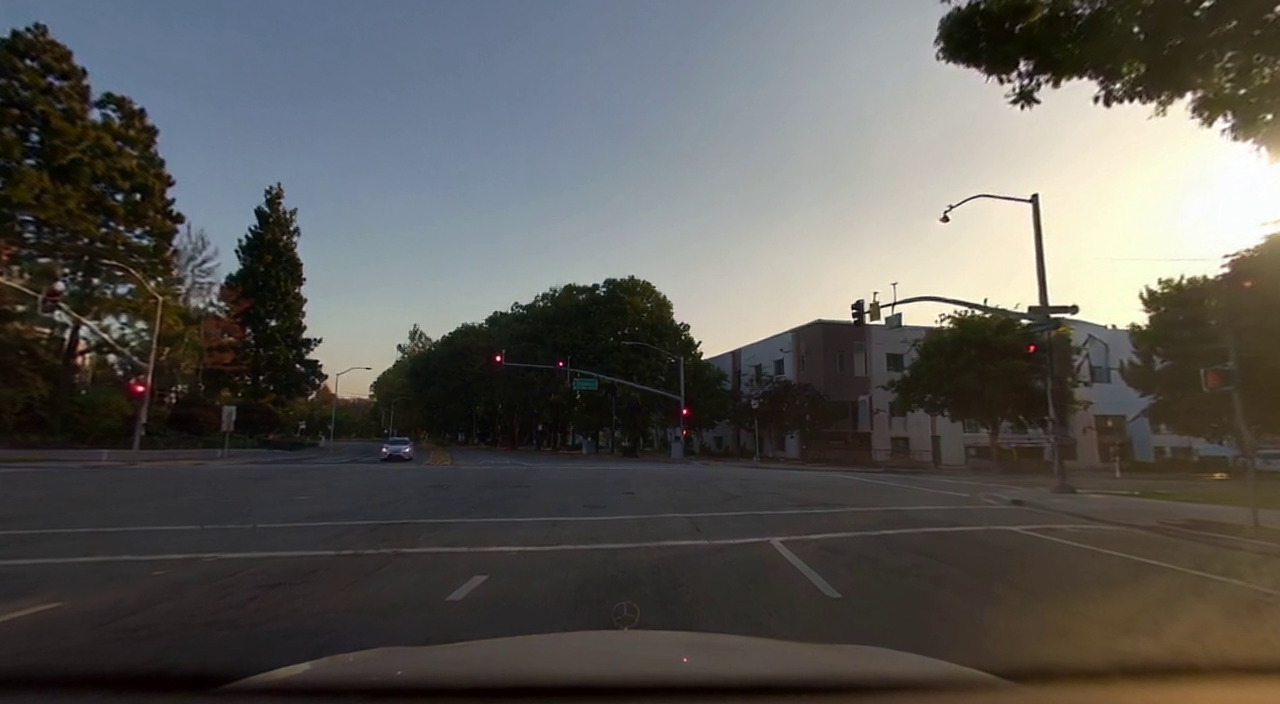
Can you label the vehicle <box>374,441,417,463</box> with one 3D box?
[{"bbox_3d":[-17.258,7.072,44.829,1.969,1.464,4.485,1,-9,-10],"label":"vehicle"}]
